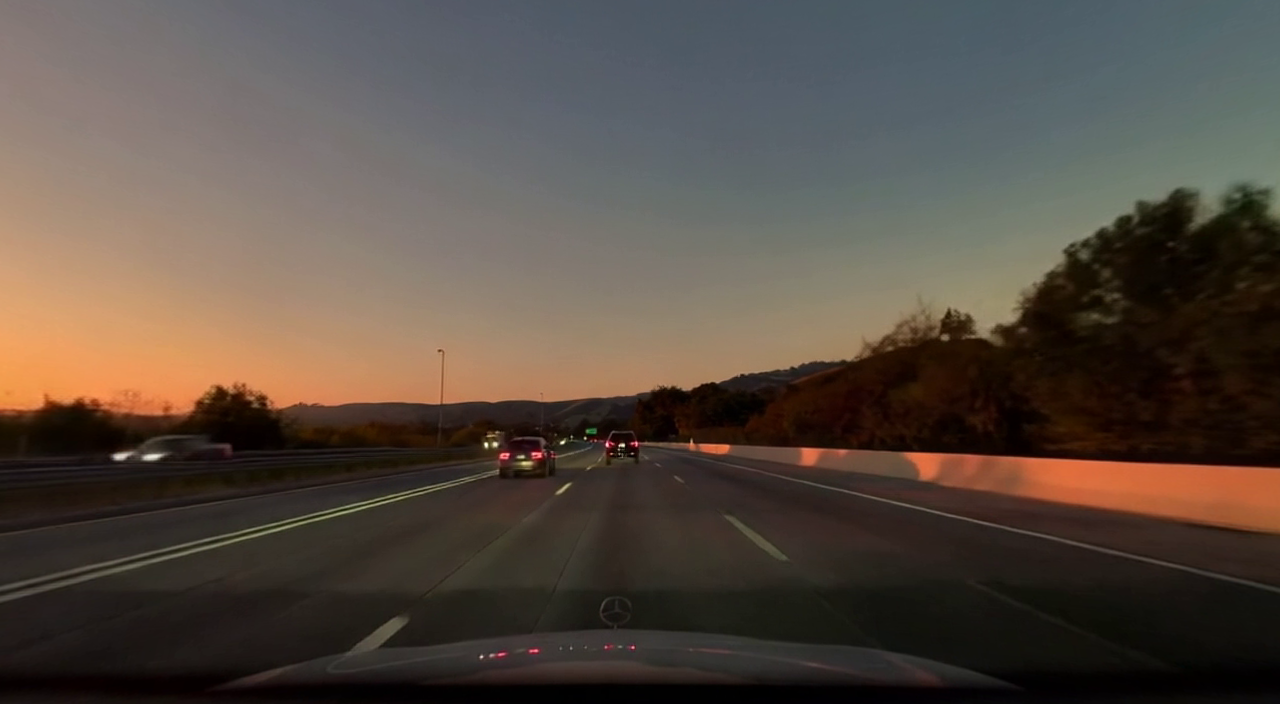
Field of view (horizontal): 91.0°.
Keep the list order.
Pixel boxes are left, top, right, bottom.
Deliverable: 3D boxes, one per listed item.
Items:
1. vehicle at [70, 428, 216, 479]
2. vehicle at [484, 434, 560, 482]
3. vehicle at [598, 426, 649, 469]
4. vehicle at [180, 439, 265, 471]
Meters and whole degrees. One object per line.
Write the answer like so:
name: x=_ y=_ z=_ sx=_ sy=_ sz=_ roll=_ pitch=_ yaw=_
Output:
vehicle: x=-20.049 y=4.107 z=25.760 sx=1.999 sy=1.859 sz=4.966 roll=0 pitch=-8 yaw=-1
vehicle: x=-4.271 y=3.896 z=23.449 sx=2.039 sy=1.602 sz=4.317 roll=0 pitch=-8 yaw=-1
vehicle: x=-0.819 y=4.829 z=31.850 sx=2.382 sy=1.973 sz=4.439 roll=0 pitch=-8 yaw=-1
vehicle: x=-20.178 y=4.960 z=30.590 sx=1.891 sy=1.445 sz=3.374 roll=0 pitch=-8 yaw=-2
